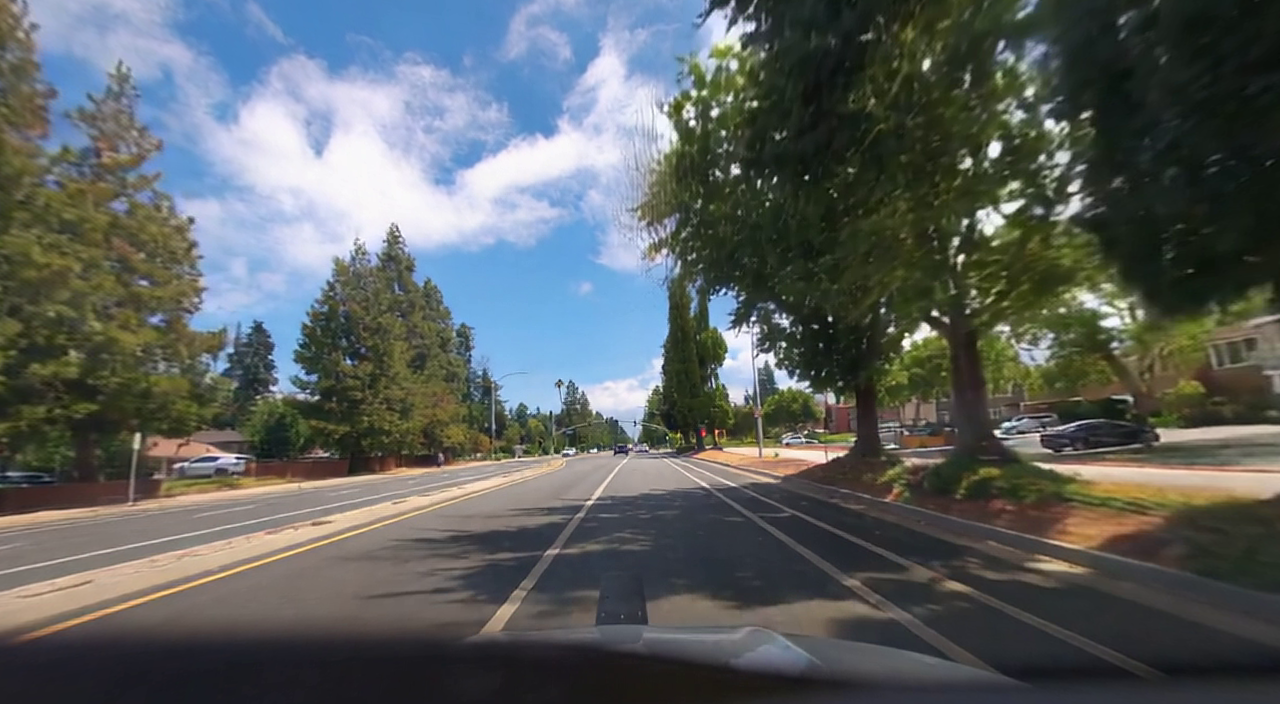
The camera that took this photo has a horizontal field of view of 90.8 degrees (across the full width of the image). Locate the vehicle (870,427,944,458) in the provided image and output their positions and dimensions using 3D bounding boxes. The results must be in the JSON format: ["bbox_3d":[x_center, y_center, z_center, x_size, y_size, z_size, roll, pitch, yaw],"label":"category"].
[{"bbox_3d":[15.655,5.380,37.399,2.106,1.670,5.008,0,-9,-1],"label":"vehicle"}]

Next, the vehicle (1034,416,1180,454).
[{"bbox_3d":[22.489,4.024,30.614,5.268,1.720,2.149,-1,-9,1],"label":"vehicle"}]

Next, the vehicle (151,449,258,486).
[{"bbox_3d":[-24.666,6.543,35.878,4.715,1.451,1.863,-5,-3,-3],"label":"vehicle"}]

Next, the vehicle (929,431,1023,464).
[{"bbox_3d":[16.015,4.593,30.443,1.849,1.415,4.801,0,-9,0],"label":"vehicle"}]
